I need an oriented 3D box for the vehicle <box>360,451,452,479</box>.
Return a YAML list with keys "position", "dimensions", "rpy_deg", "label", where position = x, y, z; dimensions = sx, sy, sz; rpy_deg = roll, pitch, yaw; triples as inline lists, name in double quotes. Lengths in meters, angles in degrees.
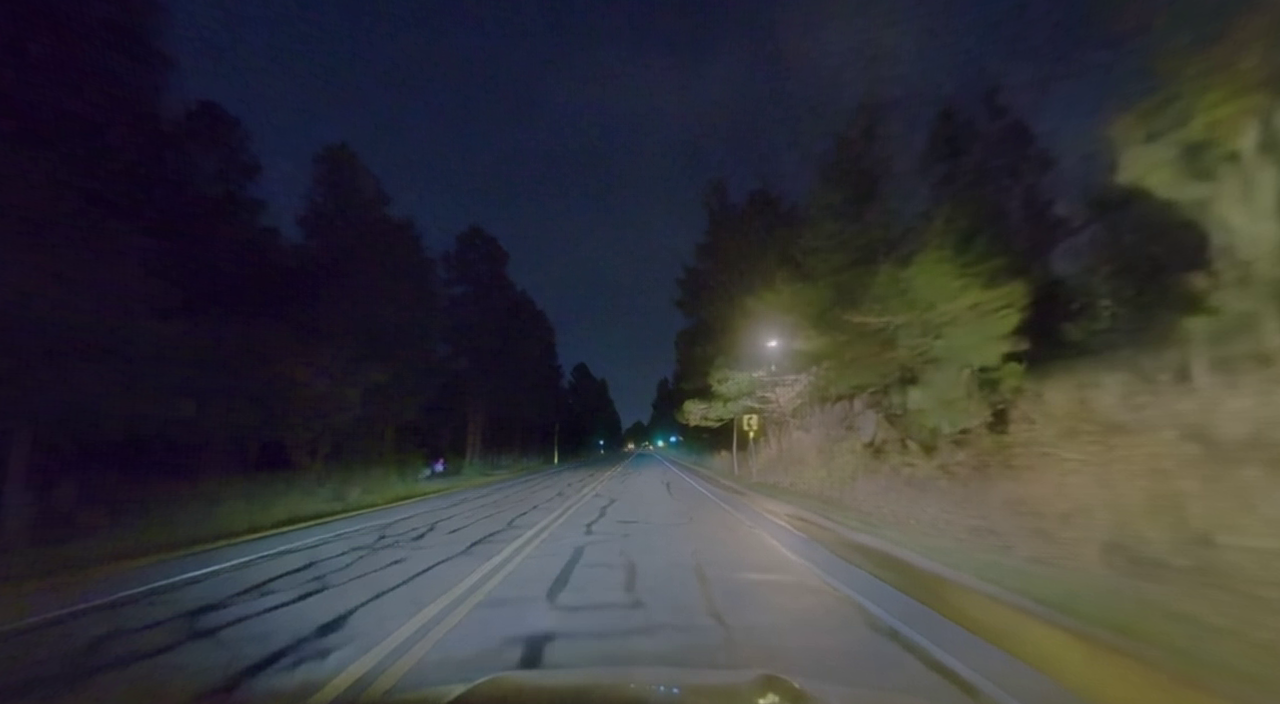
- position: [-12.670, 6.124, 34.282]
  dimensions: [4.266, 1.425, 1.759]
  rpy_deg: [1, -8, -2]
  label: "vehicle"
